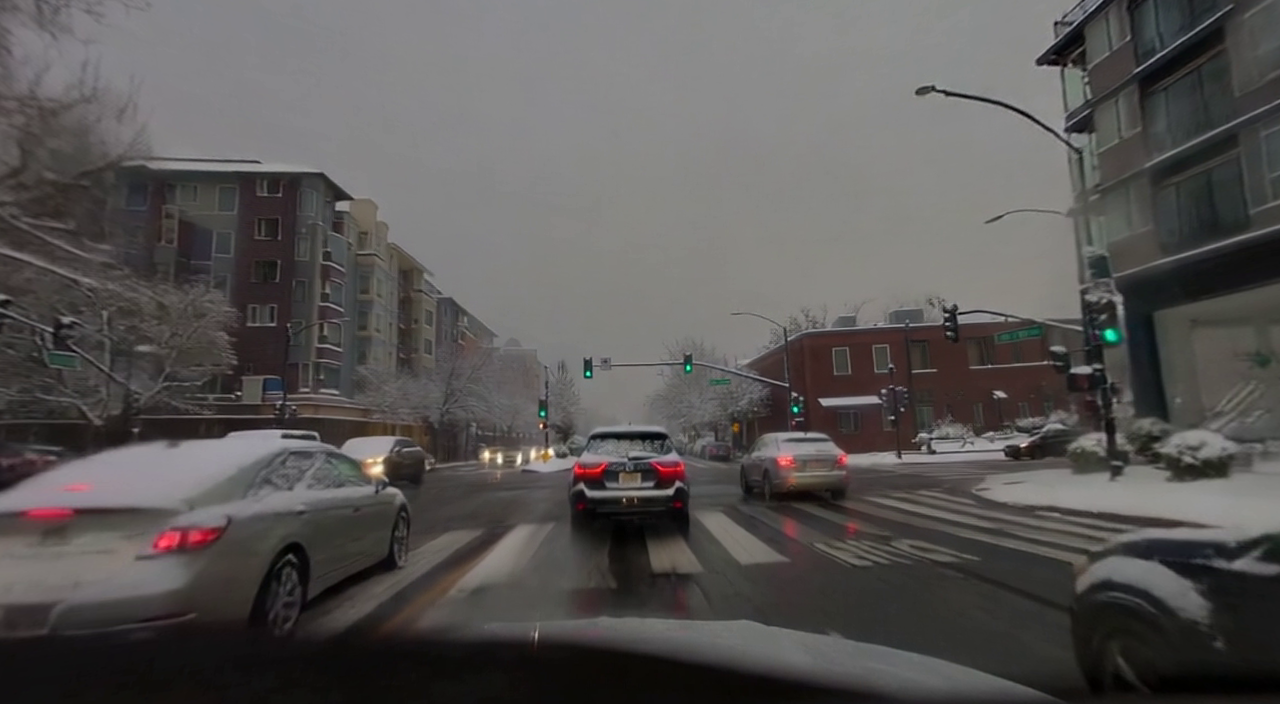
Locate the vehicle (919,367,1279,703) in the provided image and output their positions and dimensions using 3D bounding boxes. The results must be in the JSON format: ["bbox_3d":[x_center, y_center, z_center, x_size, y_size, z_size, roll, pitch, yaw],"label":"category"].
[{"bbox_3d":[3.160,0.948,2.792,1.906,1.608,4.137,0,-8,-1],"label":"vehicle"}]

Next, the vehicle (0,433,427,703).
[{"bbox_3d":[-3.758,1.532,5.695,2.055,1.488,4.733,0,-8,0],"label":"vehicle"}]

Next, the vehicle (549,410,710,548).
[{"bbox_3d":[-0.156,2.138,11.403,2.206,1.858,5.332,0,-8,0],"label":"vehicle"}]
